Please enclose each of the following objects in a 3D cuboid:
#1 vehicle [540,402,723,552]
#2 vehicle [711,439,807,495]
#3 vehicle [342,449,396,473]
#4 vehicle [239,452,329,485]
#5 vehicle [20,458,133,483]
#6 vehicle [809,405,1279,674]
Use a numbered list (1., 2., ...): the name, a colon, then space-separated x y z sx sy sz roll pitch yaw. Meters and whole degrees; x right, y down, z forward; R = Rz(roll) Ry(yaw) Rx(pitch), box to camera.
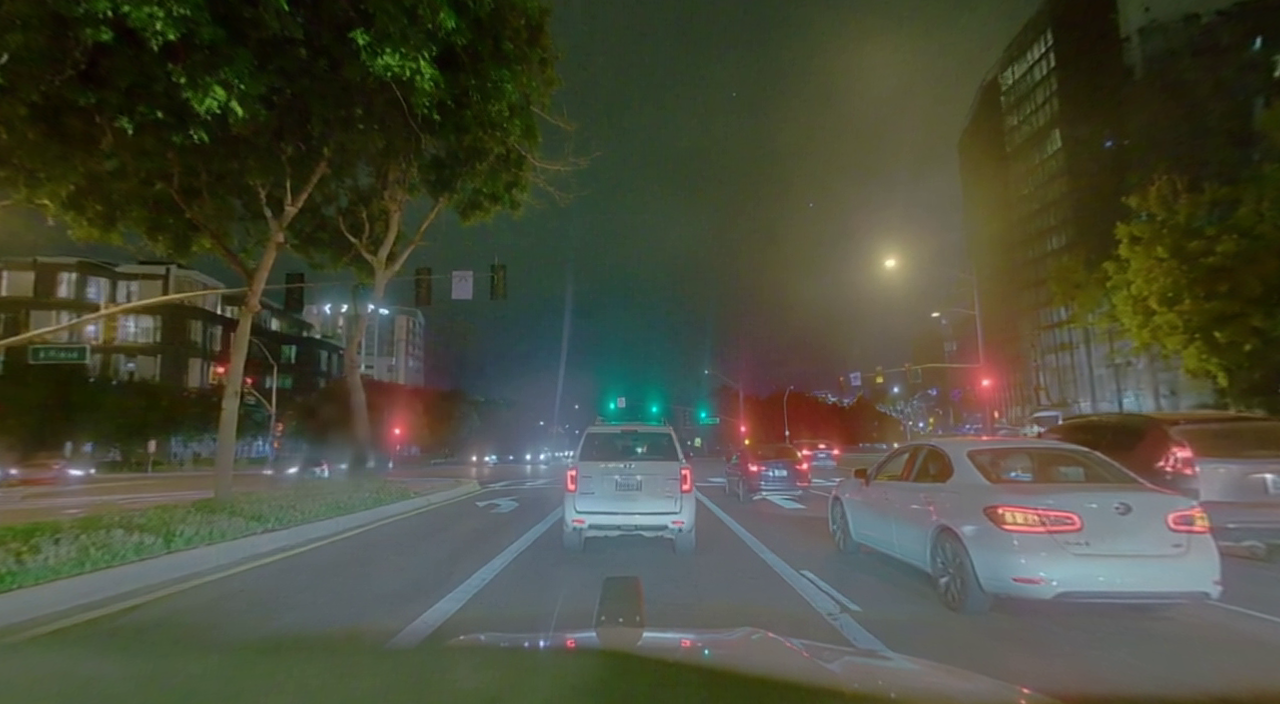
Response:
1. vehicle: -0.148 1.853 9.984 2.236 1.827 4.316 0 -8 -1
2. vehicle: 3.503 3.466 19.466 2.004 1.523 4.263 0 -9 -2
3. vehicle: -20.935 8.408 49.075 2.138 1.708 4.589 -1 -9 1
4. vehicle: -17.447 5.707 31.250 1.836 1.468 4.449 0 -9 0
5. vehicle: -35.084 7.366 39.468 4.845 1.442 1.880 2 -9 -13
6. vehicle: 3.379 1.455 6.170 2.034 1.558 4.774 0 -8 -1
